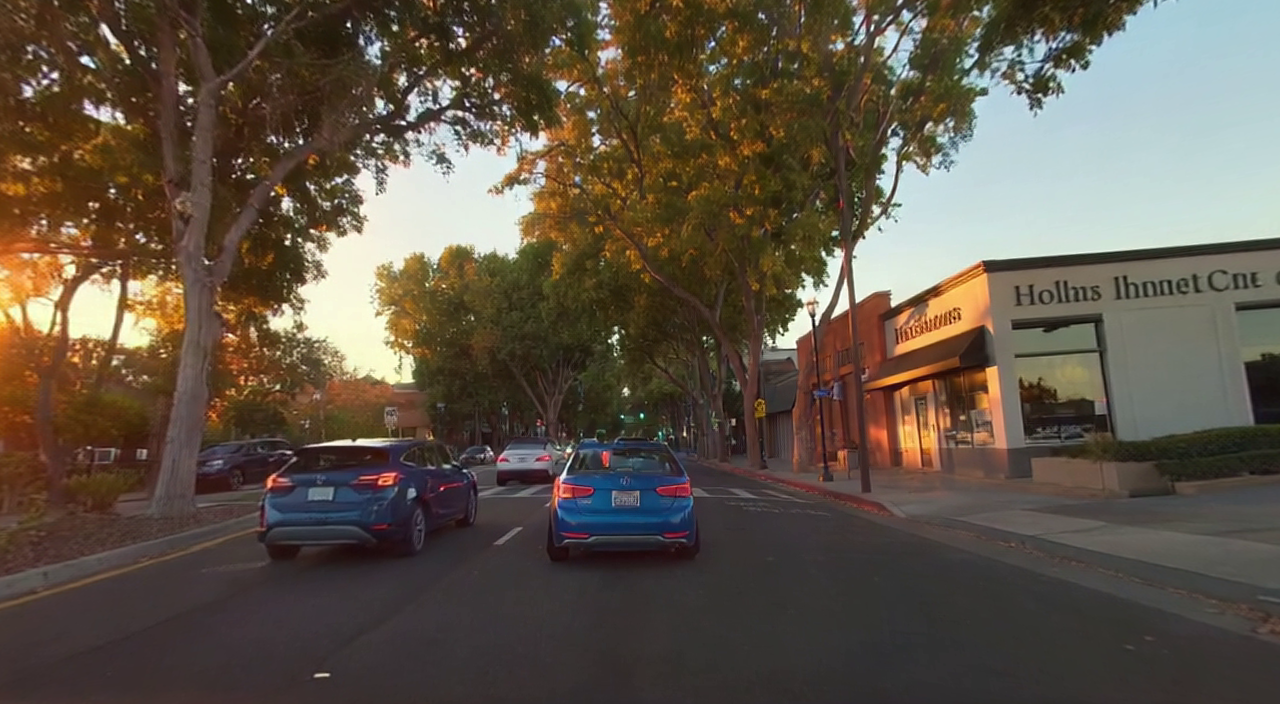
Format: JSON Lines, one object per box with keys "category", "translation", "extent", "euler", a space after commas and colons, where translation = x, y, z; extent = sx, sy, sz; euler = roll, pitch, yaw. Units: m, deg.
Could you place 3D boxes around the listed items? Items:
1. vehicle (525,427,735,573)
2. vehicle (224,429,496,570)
{"category": "vehicle", "translation": [-0.105, 1.837, 8.585], "extent": [2.160, 1.482, 4.037], "euler": [0, -9, 0]}
{"category": "vehicle", "translation": [-3.452, 1.879, 8.785], "extent": [1.905, 1.473, 4.016], "euler": [0, -9, 0]}
